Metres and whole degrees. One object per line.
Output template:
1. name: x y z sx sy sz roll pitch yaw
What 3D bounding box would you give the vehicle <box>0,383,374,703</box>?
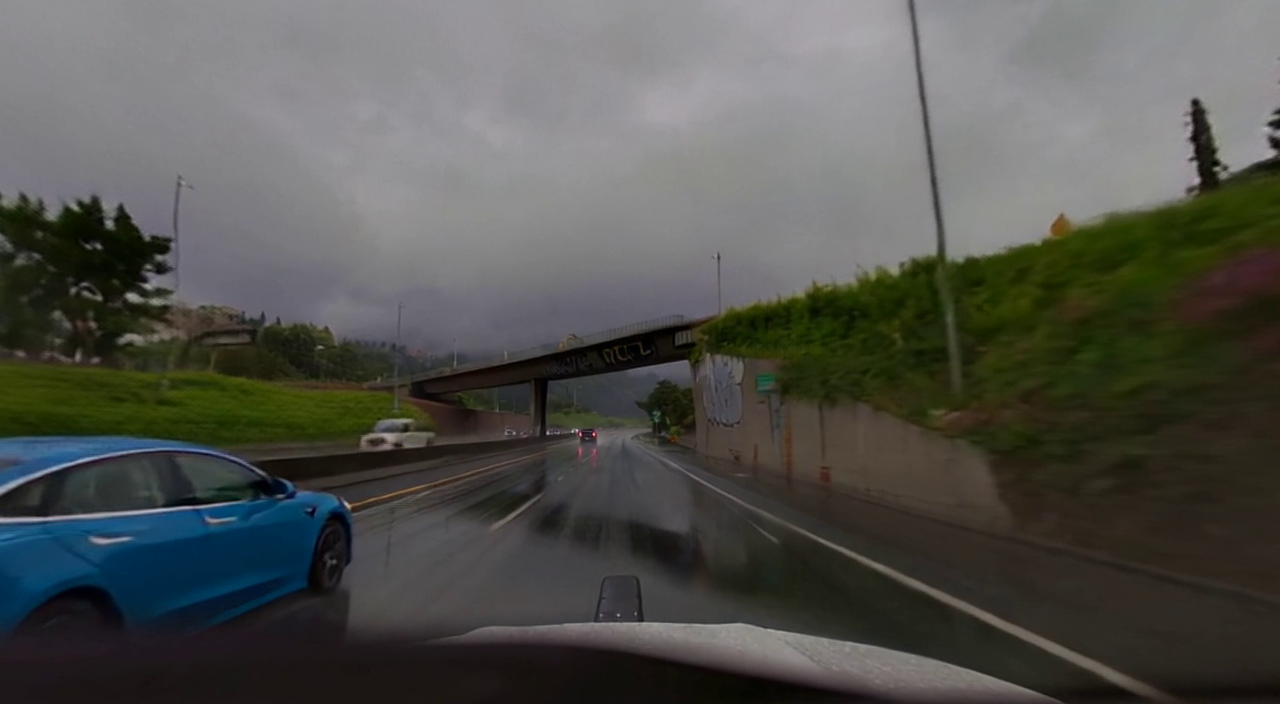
1. vehicle: -3.449 1.043 3.383 2.108 1.555 4.574 0 -8 -1

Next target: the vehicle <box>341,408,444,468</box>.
1. vehicle: -10.145 3.582 26.360 2.240 2.254 5.250 0 -8 -1
